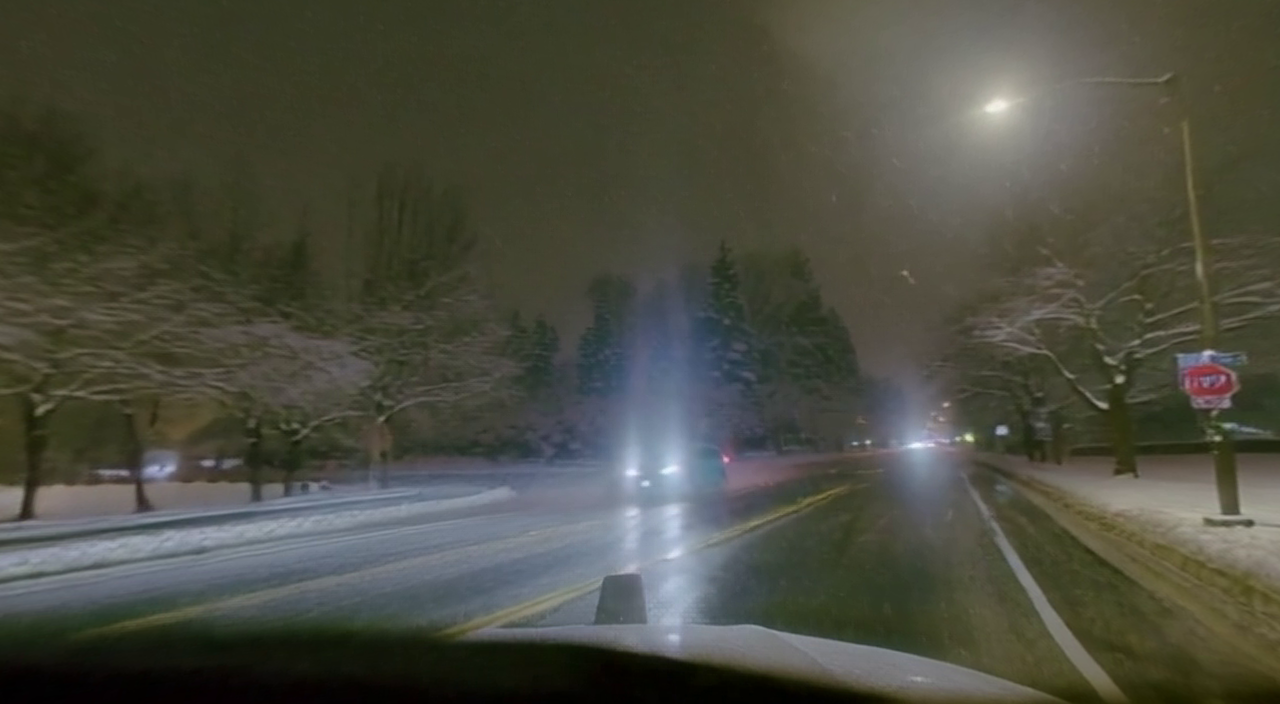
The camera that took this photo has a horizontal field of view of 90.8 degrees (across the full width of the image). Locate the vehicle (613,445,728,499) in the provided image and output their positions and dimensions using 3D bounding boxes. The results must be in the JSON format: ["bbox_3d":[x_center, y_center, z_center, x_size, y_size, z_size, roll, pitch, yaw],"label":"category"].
[{"bbox_3d":[1.082,3.656,19.775,1.926,1.465,4.433,-4,-9,26],"label":"vehicle"}]
